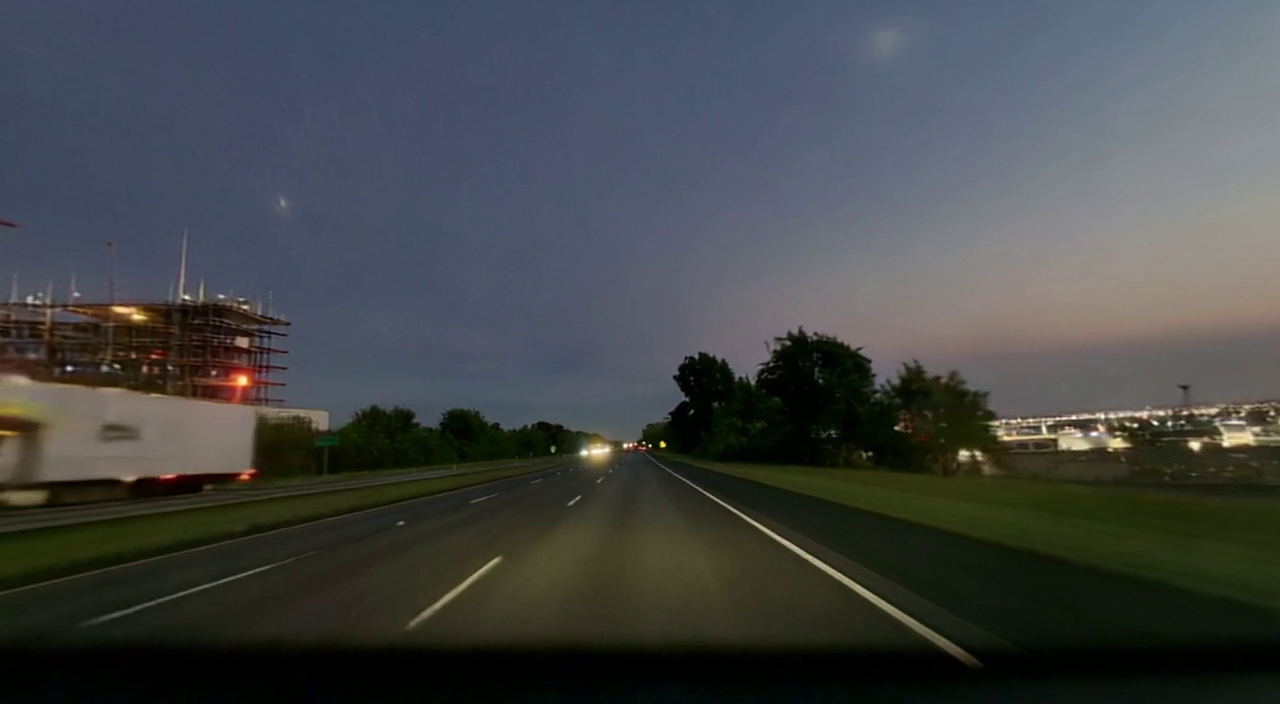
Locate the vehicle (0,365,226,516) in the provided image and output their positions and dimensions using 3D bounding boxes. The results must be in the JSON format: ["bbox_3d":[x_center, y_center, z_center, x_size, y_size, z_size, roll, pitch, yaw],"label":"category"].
[{"bbox_3d":[-16.308,2.561,17.954,2.917,3.480,8.865,0,-9,0],"label":"vehicle"}]
